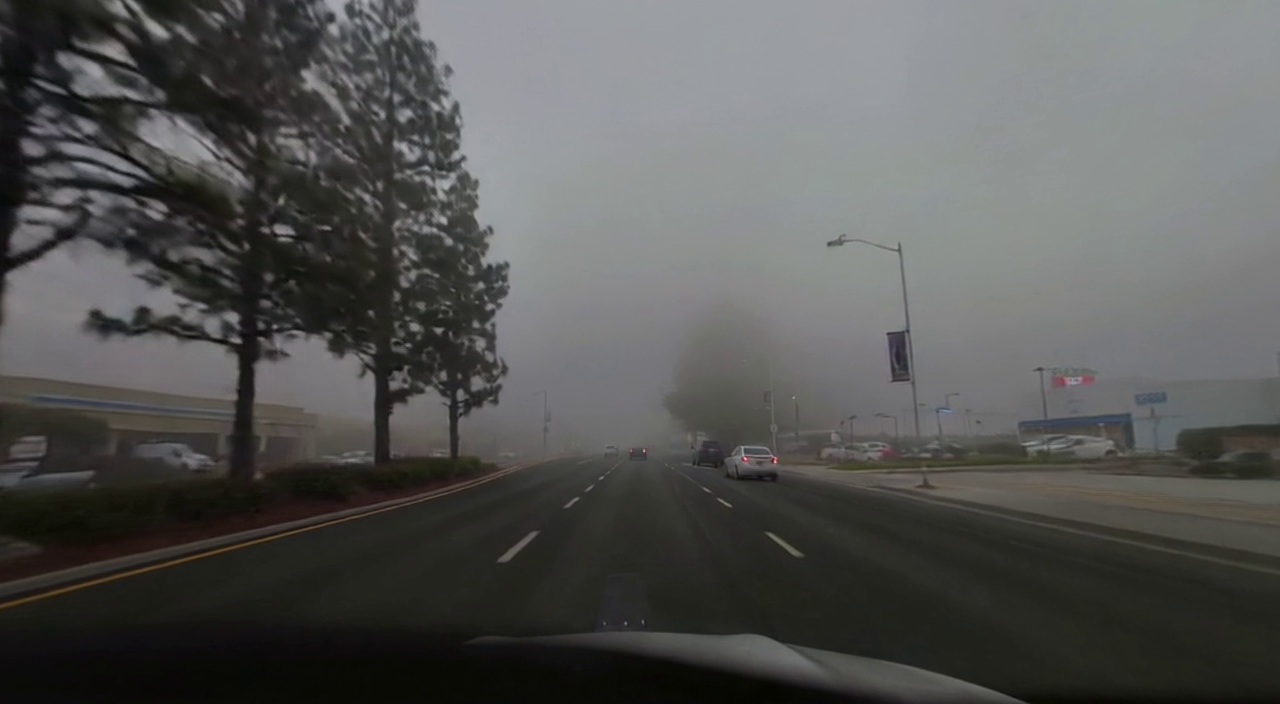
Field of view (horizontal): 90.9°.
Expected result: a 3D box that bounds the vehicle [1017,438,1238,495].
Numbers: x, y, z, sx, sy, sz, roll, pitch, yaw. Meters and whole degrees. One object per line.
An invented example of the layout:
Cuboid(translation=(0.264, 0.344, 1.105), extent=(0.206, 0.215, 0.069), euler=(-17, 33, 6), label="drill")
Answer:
Cuboid(translation=(14.328, 3.384, 18.755), extent=(4.909, 1.463, 1.924), euler=(-2, -9, 0), label="vehicle")

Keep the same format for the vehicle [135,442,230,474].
Cuboid(translation=(-31.227, 7.191, 43.333), extent=(2.217, 1.969, 5.932), euler=(-1, -8, -1), label="vehicle")

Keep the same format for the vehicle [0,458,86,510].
Cuboid(translation=(-22.411, 4.635, 22.131), extent=(1.997, 1.637, 4.386), euler=(-2, -8, -2), label="vehicle")

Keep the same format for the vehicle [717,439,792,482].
Cuboid(translation=(4.209, 4.066, 23.911), extent=(1.916, 1.459, 4.335), euler=(0, -8, -1), label="vehicle")

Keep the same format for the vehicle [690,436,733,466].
Cuboid(translation=(4.673, 6.540, 41.755), extent=(2.140, 1.921, 4.431), euler=(0, -8, -2), label="vehicle")

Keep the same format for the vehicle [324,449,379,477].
Cuboid(translation=(-22.244, 8.525, 48.778), extent=(2.058, 1.837, 4.990), euler=(-3, -8, -2), label="vehicle")

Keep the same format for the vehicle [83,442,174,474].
Cuboid(translation=(-34.655, 7.154, 42.912), extent=(2.171, 1.952, 4.970), euler=(-1, -9, -3), label="vehicle")
